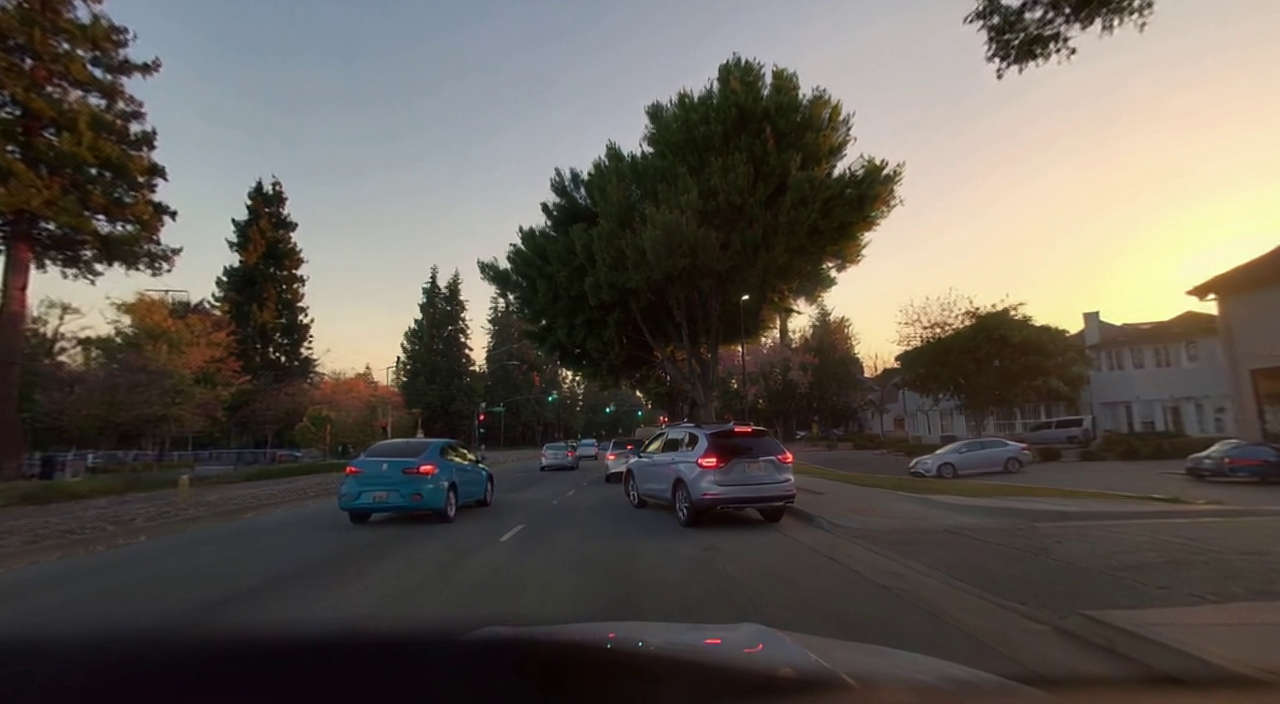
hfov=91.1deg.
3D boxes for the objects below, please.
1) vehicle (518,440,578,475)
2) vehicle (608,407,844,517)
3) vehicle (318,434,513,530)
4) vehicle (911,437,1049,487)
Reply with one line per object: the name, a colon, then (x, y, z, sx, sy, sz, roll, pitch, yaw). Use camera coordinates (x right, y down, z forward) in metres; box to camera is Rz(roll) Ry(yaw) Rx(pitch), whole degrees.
vehicle: (-4.057, 4.734, 28.420, 2.042, 1.470, 4.123, 0, -8, 1)
vehicle: (1.708, 2.306, 13.584, 4.642, 1.955, 2.052, -7, -11, 40)
vehicle: (-3.921, 2.334, 11.916, 2.026, 1.466, 4.282, 0, -8, 2)
vehicle: (12.292, 4.005, 22.917, 3.871, 1.525, 1.835, -3, -9, 0)
